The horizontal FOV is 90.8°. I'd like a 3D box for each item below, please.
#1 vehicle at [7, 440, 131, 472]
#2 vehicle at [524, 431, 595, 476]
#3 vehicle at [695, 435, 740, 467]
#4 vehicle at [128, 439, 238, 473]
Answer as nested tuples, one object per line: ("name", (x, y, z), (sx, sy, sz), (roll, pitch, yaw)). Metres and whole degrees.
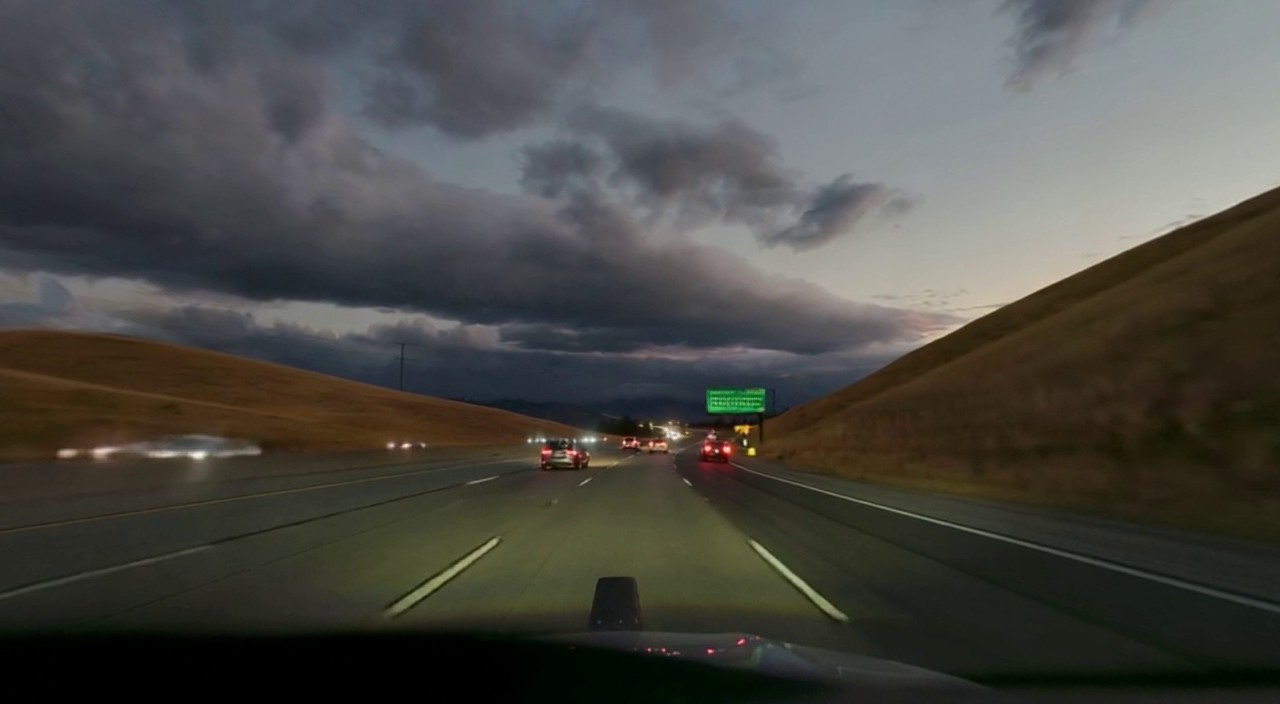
("vehicle", (-28.773, 5.249, 32.065), (1.910, 1.476, 4.599), (0, -8, 2))
("vehicle", (-3.237, 4.196, 26.387), (2.166, 1.700, 4.661), (0, -8, 2))
("vehicle", (4.615, 5.951, 38.138), (2.164, 1.788, 4.500), (0, -8, 0))
("vehicle", (-21.231, 4.841, 29.611), (1.822, 1.480, 4.290), (0, -8, 2))
